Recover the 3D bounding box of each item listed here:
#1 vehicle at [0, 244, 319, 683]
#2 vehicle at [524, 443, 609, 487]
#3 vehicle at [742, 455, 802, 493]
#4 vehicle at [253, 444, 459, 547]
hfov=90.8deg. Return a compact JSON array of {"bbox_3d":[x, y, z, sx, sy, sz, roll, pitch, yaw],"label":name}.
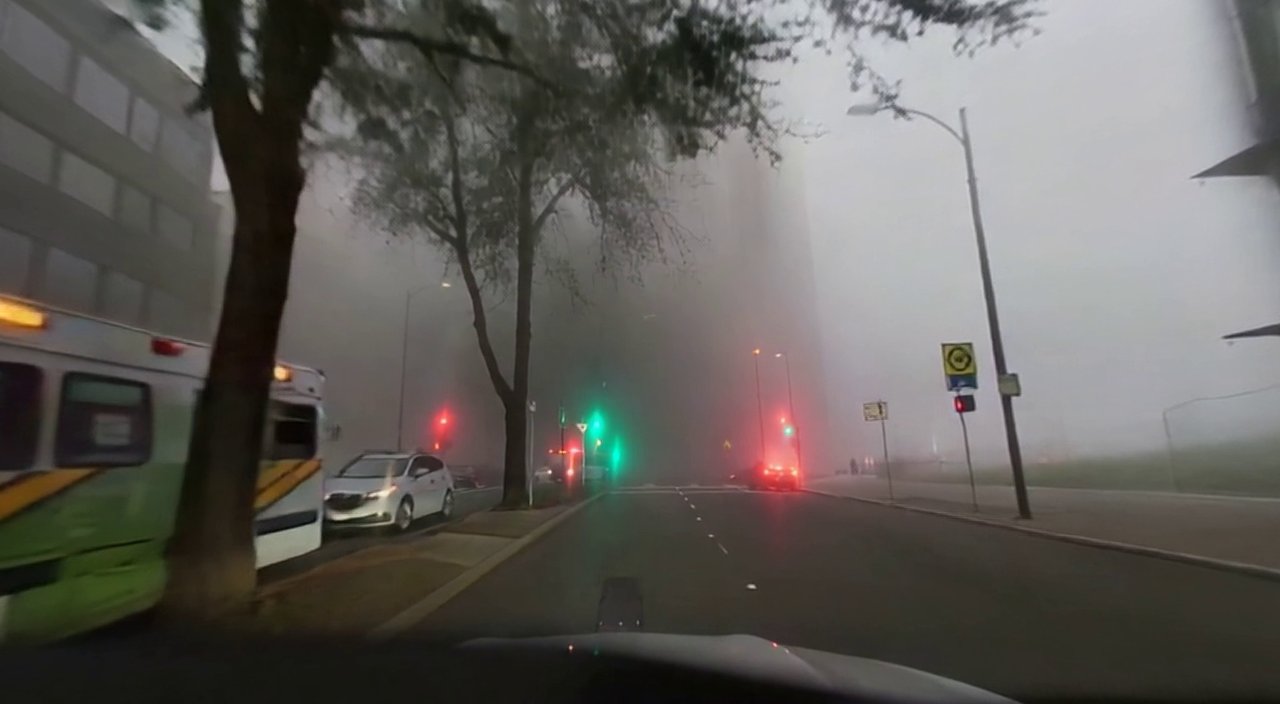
[{"bbox_3d":[-5.117,0.823,4.819,2.268,2.708,5.699,-1,-8,0],"label":"vehicle"},{"bbox_3d":[-5.269,8.257,46.781,2.591,2.910,6.652,-5,-9,33],"label":"vehicle"},{"bbox_3d":[6.251,5.806,30.427,1.888,1.536,4.381,0,-8,-1],"label":"vehicle"},{"bbox_3d":[-4.997,2.526,11.847,1.914,1.530,3.980,-1,-8,2],"label":"vehicle"}]
